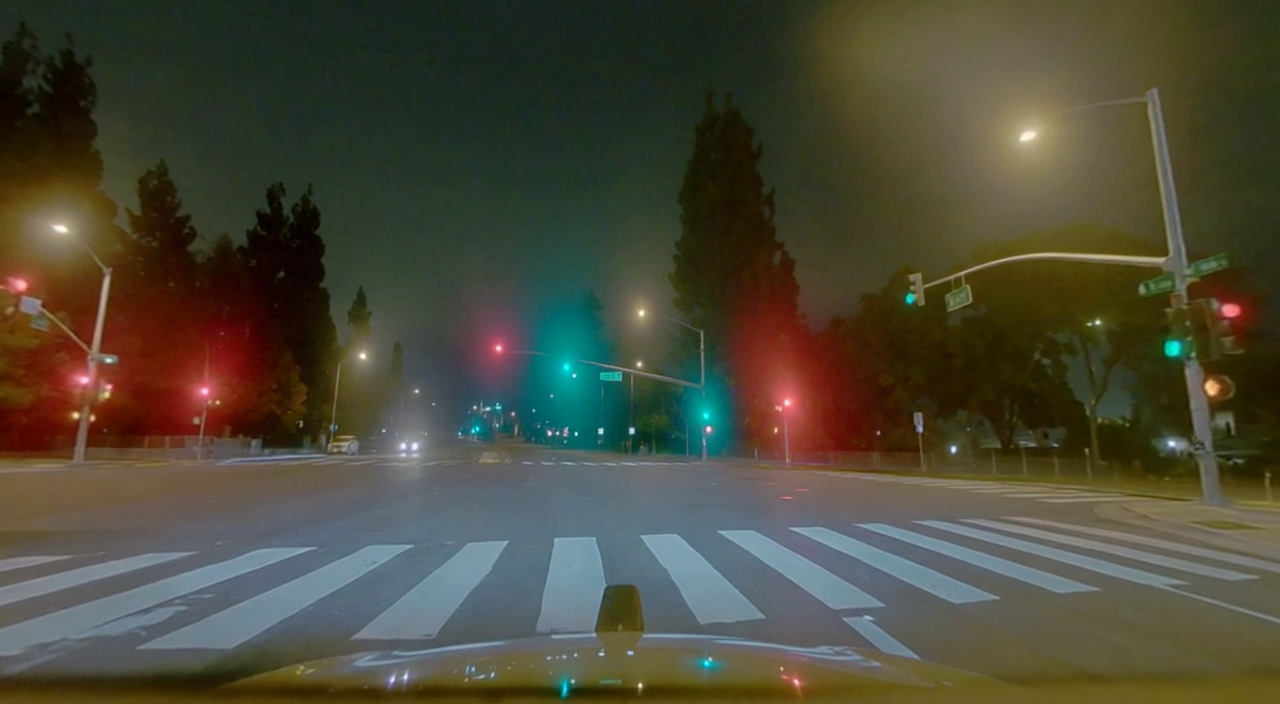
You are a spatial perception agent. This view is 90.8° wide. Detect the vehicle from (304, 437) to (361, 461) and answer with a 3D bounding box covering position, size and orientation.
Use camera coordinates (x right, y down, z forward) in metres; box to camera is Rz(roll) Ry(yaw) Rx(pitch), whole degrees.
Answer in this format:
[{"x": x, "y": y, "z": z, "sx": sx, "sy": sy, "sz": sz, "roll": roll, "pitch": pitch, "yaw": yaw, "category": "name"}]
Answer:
[{"x": -19.886, "y": 6.298, "z": 41.049, "sx": 1.918, "sy": 1.432, "sz": 4.433, "roll": 1, "pitch": -9, "yaw": -7, "category": "vehicle"}]
